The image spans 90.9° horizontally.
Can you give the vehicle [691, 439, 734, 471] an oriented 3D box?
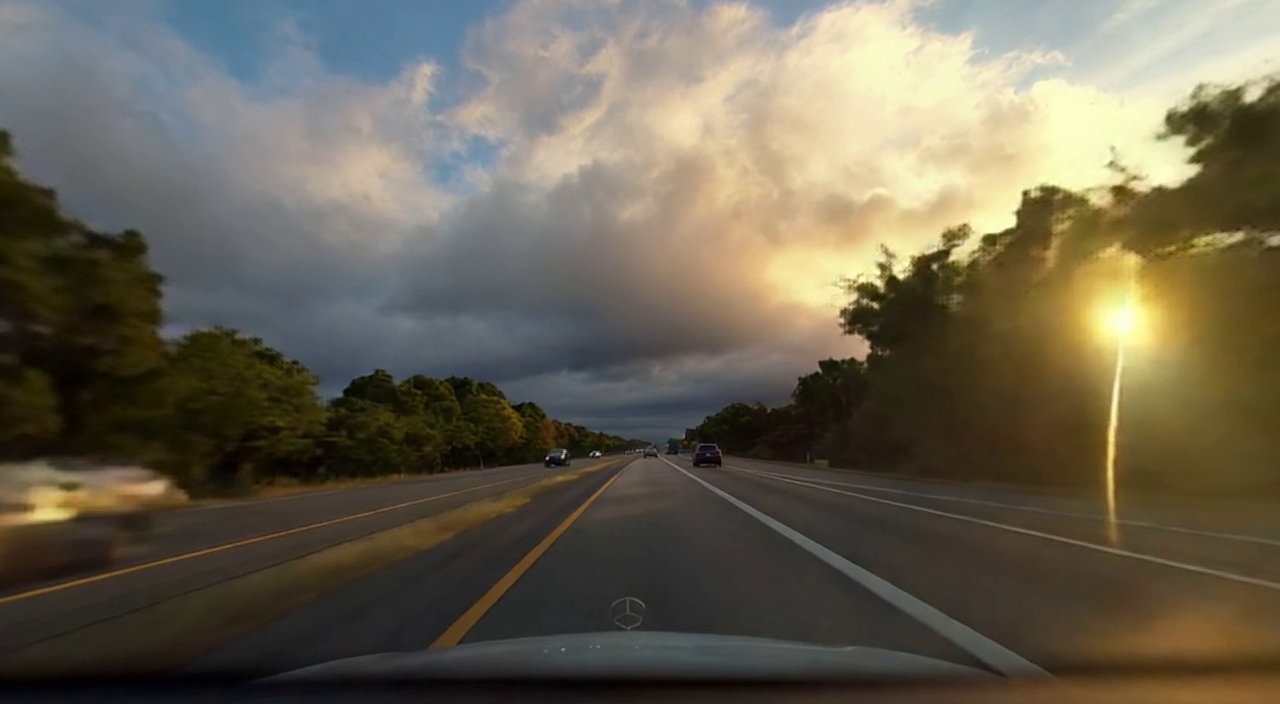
[{"bbox_3d":[4.695,6.768,41.505,2.189,2.007,4.872,0,-9,-1],"label":"vehicle"}]
